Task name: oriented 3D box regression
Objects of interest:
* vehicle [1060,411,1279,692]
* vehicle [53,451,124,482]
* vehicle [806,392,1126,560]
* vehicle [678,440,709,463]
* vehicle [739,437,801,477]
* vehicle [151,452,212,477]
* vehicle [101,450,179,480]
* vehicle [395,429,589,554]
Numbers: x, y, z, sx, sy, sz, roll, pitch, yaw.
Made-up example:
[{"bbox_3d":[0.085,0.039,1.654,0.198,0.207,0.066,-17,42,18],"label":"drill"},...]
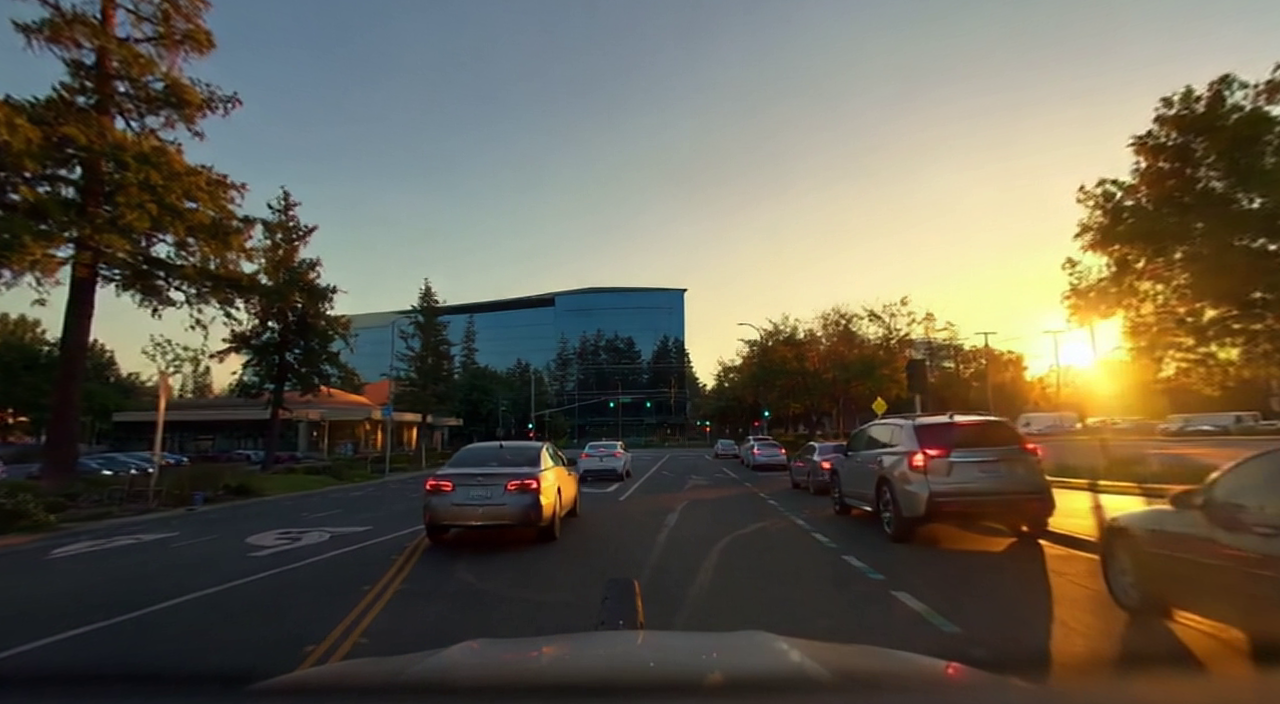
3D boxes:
[{"bbox_3d":[4.337,0.989,2.815,1.904,1.494,4.864,-1,-8,5],"label":"vehicle"},{"bbox_3d":[-28.662,5.900,32.795,3.865,1.499,1.804,-6,-10,35],"label":"vehicle"},{"bbox_3d":[4.466,1.823,10.118,2.324,1.907,5.634,0,-8,3],"label":"vehicle"},{"bbox_3d":[3.725,6.996,44.533,2.095,1.473,4.301,-1,-8,4],"label":"vehicle"},{"bbox_3d":[5.345,4.374,26.562,1.910,1.493,4.490,-1,-8,4],"label":"vehicle"},{"bbox_3d":[-27.776,6.775,38.218,3.527,1.390,1.681,-5,-10,32],"label":"vehicle"},{"bbox_3d":[-28.250,6.332,35.675,4.127,1.583,1.978,-5,-10,30],"label":"vehicle"},{"bbox_3d":[-1.966,2.013,9.853,1.968,1.497,4.286,0,-8,0],"label":"vehicle"}]
